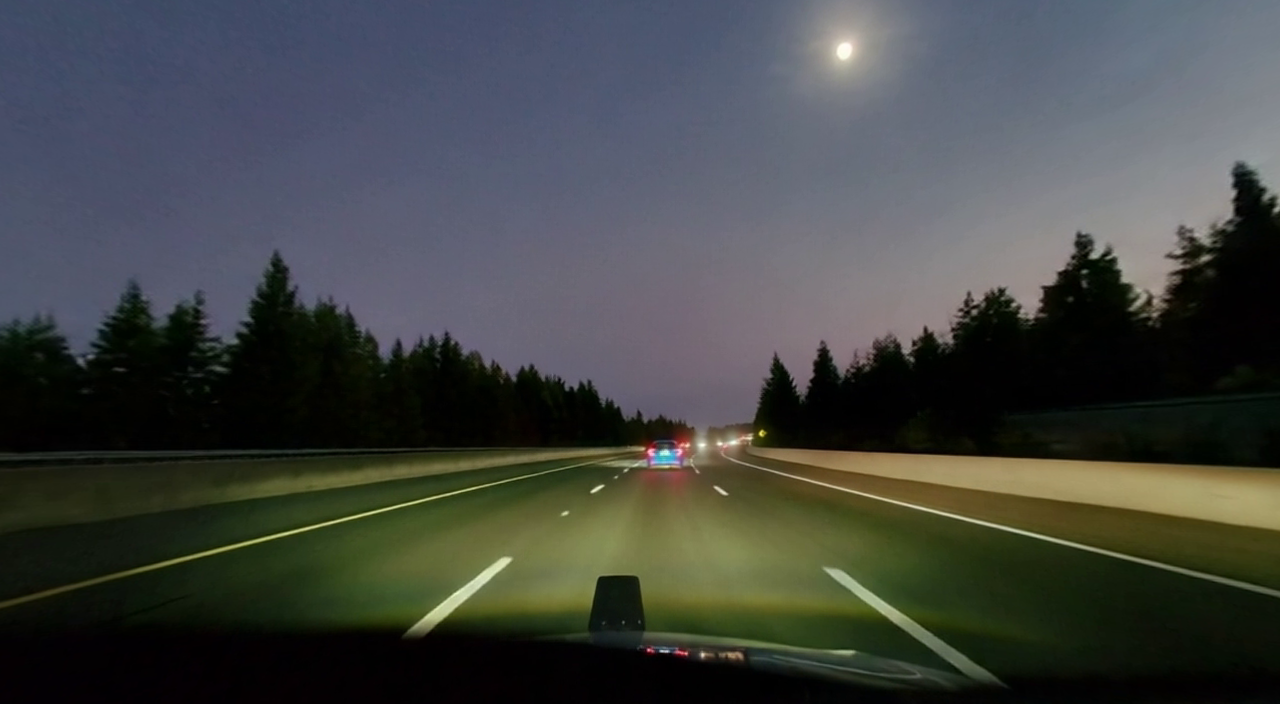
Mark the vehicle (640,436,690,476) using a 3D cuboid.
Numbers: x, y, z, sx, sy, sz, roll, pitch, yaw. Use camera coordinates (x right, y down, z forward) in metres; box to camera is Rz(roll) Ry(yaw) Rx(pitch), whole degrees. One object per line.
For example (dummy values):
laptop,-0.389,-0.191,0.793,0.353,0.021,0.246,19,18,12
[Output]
vehicle,1.168,4.815,29.321,2.133,1.686,4.203,0,-8,2
